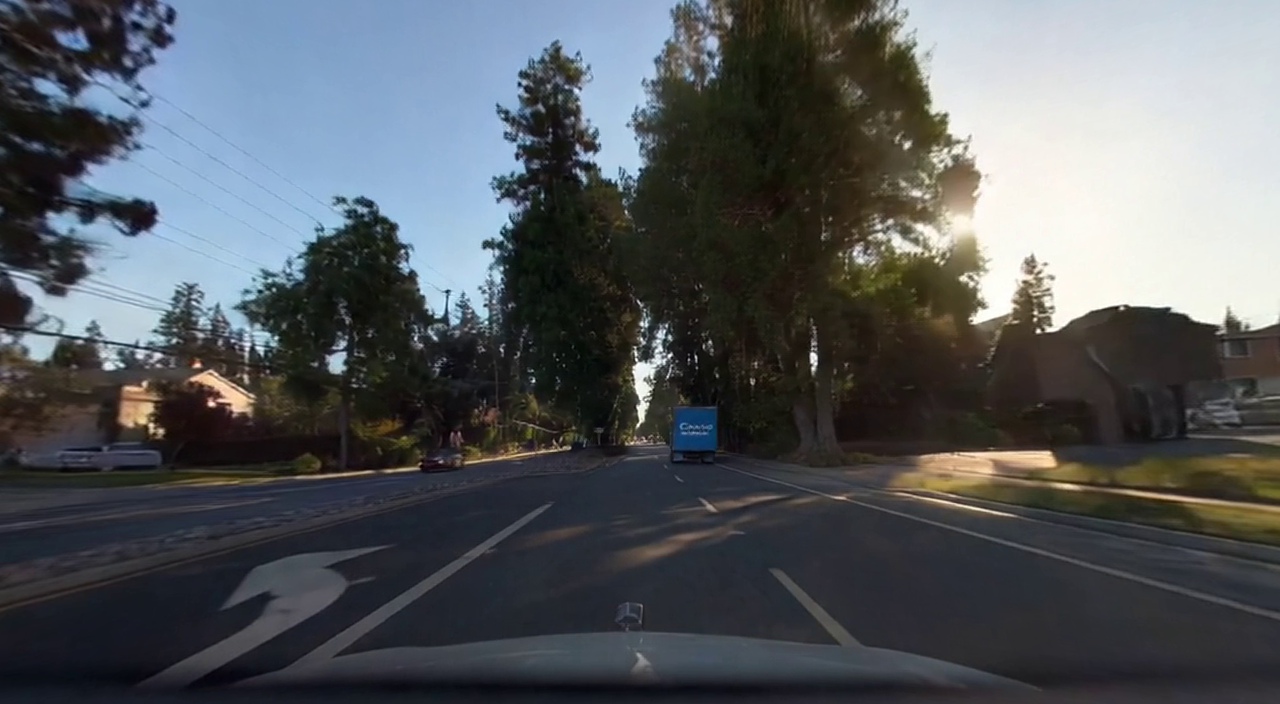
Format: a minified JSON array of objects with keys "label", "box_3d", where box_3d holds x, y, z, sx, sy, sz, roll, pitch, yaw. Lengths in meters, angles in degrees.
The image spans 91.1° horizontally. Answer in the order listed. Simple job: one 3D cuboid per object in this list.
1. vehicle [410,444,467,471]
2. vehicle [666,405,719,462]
[{"label":"vehicle","box_3d":[-12.108,6.349,38.028,1.947,1.528,4.461,0,-8,0]},{"label":"vehicle","box_3d":[3.740,6.176,47.147,2.973,3.848,9.336,0,-8,-2]}]
